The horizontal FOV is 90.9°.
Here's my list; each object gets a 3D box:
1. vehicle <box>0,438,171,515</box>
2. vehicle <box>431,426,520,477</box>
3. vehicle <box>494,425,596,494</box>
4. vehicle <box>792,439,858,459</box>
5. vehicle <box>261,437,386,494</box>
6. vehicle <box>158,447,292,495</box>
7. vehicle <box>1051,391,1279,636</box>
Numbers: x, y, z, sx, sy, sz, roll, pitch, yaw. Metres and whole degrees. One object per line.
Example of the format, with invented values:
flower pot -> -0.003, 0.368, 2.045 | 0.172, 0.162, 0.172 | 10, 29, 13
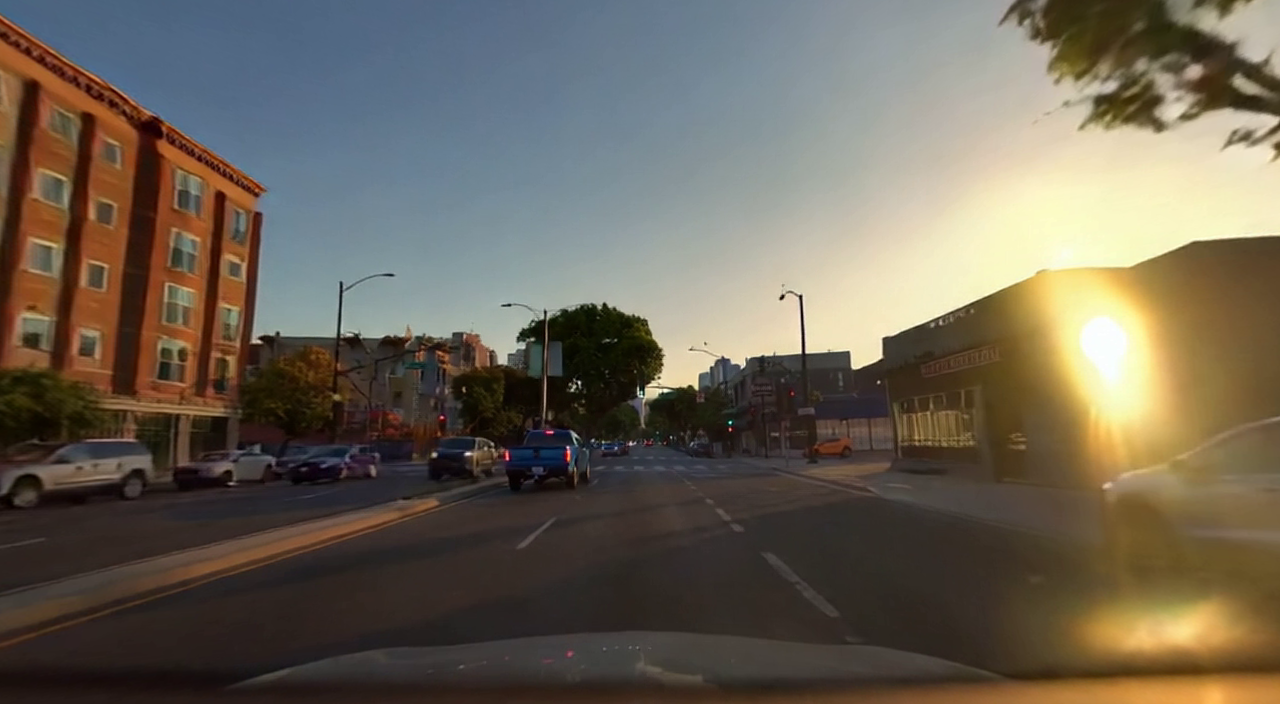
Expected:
vehicle -> -16.079, 3.425, 17.859 | 1.948, 1.827, 4.730 | -2, -8, 0
vehicle -> -7.053, 4.377, 27.864 | 2.308, 1.961, 5.807 | 0, -9, 1
vehicle -> -2.682, 3.220, 19.261 | 2.197, 1.786, 5.365 | 0, -9, 1
vehicle -> 14.178, 7.470, 48.389 | 4.447, 1.484, 1.928 | 0, -9, 1
vehicle -> -10.051, 3.623, 20.449 | 1.894, 1.636, 4.057 | 0, -9, 1
vehicle -> -16.097, 4.606, 24.870 | 2.100, 1.596, 4.739 | -2, -9, 0
vehicle -> 5.806, 1.204, 4.741 | 2.137, 1.795, 4.854 | 0, -9, 0
